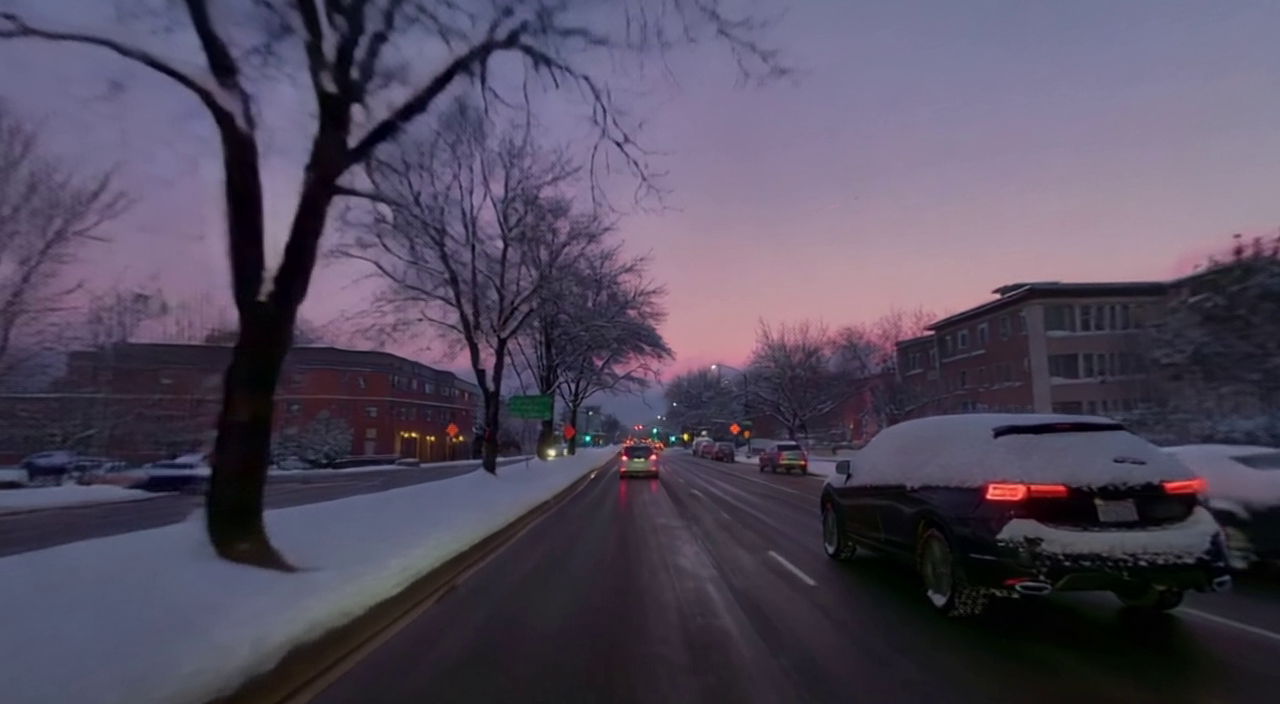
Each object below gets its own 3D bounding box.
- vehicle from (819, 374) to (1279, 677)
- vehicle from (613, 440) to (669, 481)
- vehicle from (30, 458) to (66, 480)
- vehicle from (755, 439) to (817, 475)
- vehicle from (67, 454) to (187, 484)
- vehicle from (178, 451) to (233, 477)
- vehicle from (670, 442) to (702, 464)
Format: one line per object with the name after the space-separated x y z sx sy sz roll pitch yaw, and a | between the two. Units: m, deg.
3.222 1.288 5.716 1.949 1.723 4.020 0 -9 -1 | vehicle
0.008 4.194 24.684 2.006 1.487 3.535 0 -9 -1 | vehicle
-42.305 8.344 45.218 1.653 1.446 3.567 6 -12 -40 | vehicle
7.530 5.456 33.023 2.115 1.739 4.528 0 -9 0 | vehicle
-27.712 6.296 34.236 4.732 1.497 2.077 -1 -9 2 | vehicle
-30.904 7.930 44.879 4.272 1.704 2.031 -7 -11 40 | vehicle
3.291 7.325 45.822 1.910 1.474 4.003 0 -9 -1 | vehicle
